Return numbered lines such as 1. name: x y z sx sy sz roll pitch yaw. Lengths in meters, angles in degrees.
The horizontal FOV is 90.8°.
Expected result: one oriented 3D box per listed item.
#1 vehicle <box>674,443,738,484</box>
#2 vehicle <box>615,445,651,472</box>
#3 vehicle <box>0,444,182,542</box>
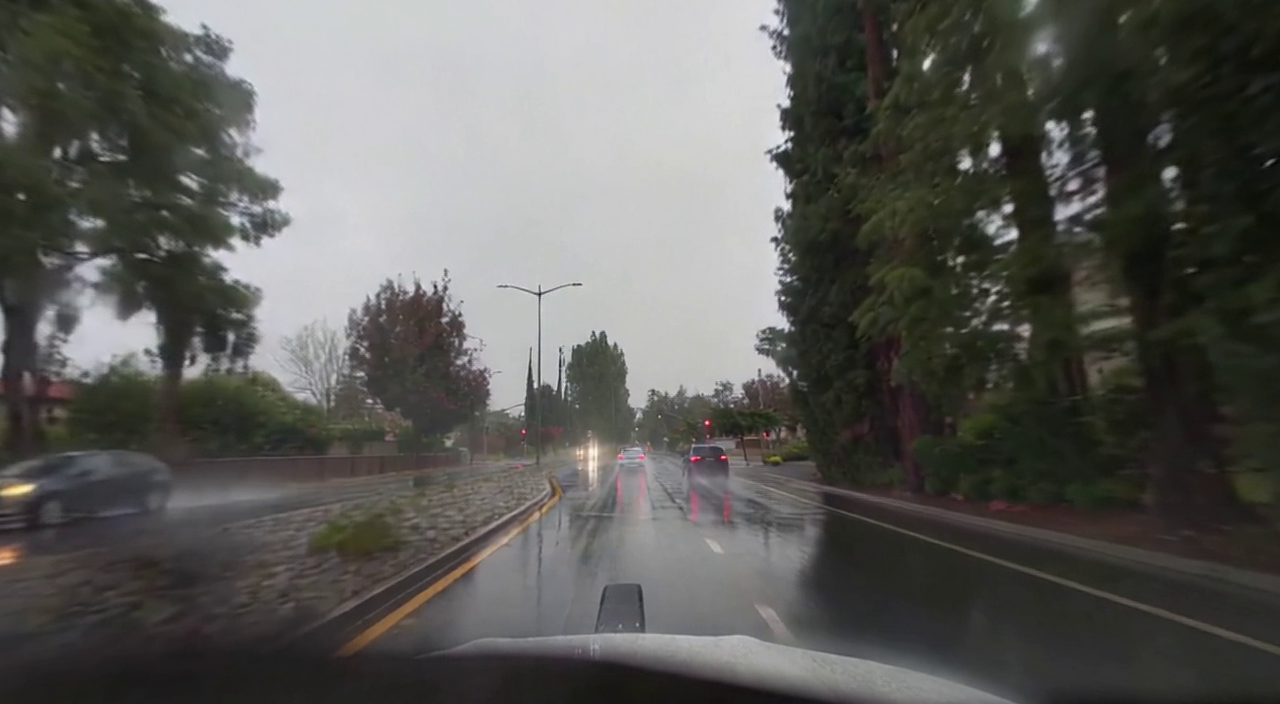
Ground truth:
1. vehicle: 2.561 4.471 25.602 2.057 1.496 4.401 0 -9 -1
2. vehicle: -0.432 6.256 37.369 2.018 1.511 3.993 0 -8 -1
3. vehicle: -12.297 2.794 13.233 1.993 1.708 4.623 0 -8 -1
